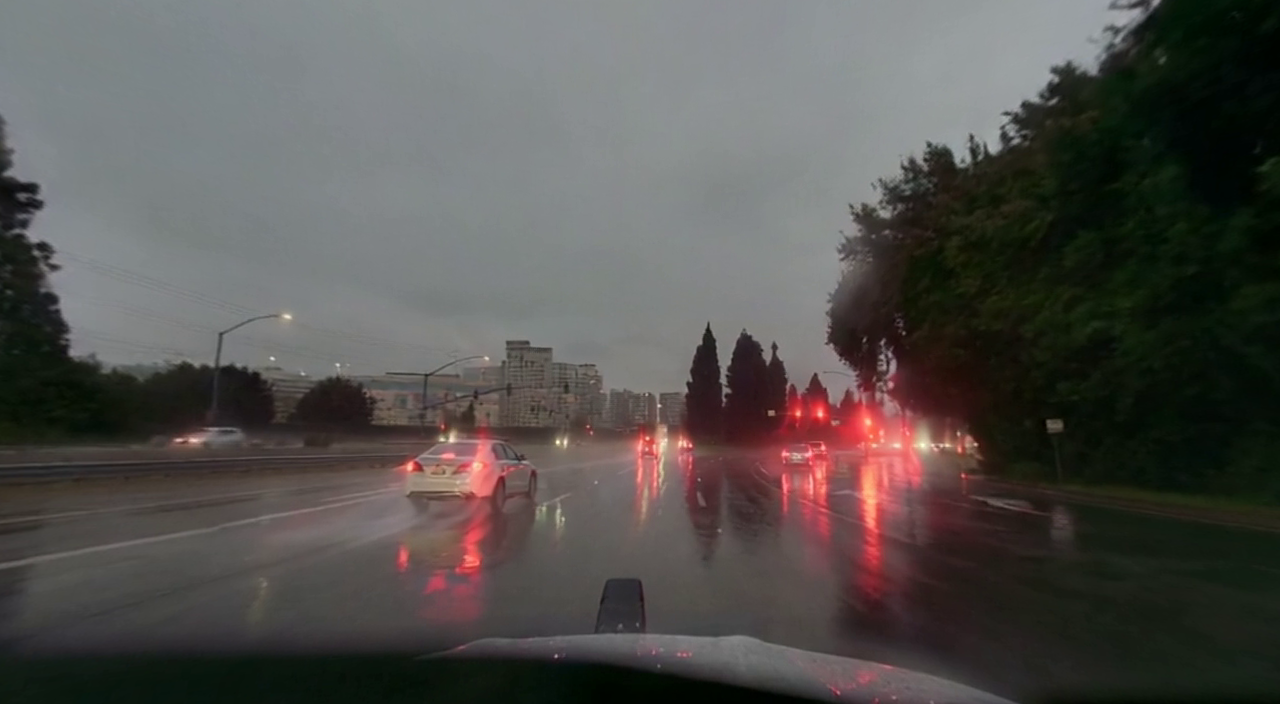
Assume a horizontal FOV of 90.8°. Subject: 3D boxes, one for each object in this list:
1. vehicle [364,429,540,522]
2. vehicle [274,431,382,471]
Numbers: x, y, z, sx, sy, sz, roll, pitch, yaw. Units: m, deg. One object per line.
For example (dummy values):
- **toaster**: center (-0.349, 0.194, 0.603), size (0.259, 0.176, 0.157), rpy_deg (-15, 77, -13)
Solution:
- **vehicle**: center (-3.358, 2.303, 12.272), size (1.934, 1.463, 4.220), rpy_deg (-1, -9, 3)
- **vehicle**: center (-12.555, 4.020, 25.791), size (1.984, 1.488, 4.258), rpy_deg (-1, -9, 5)
